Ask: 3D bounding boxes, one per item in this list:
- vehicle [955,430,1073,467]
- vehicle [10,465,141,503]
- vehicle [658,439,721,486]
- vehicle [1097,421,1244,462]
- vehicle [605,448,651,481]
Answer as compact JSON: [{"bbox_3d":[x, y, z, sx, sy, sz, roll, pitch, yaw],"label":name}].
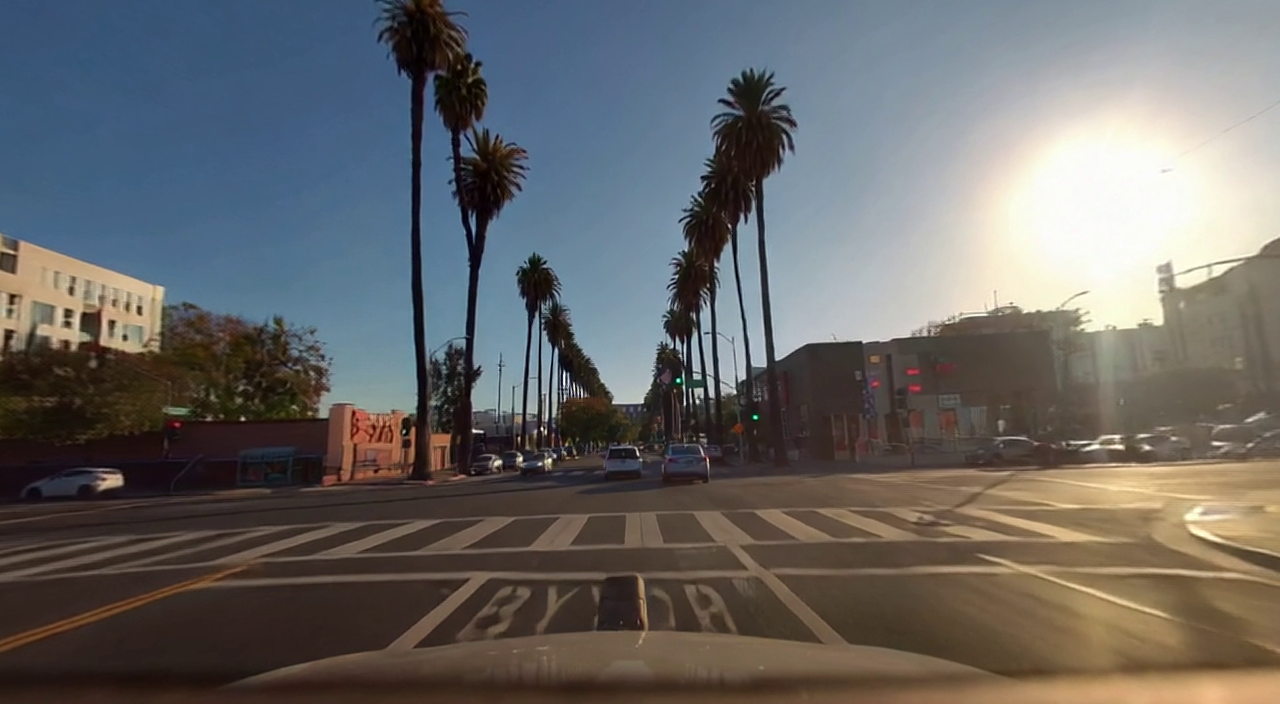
[{"bbox_3d":[17.617,4.580,29.934,4.277,1.665,2.006,0,-9,-2],"label":"vehicle"},{"bbox_3d":[-28.761,6.725,32.301,4.570,1.741,2.107,0,-9,-2],"label":"vehicle"},{"bbox_3d":[1.908,4.443,25.661,2.003,1.702,4.288,0,-9,-3],"label":"vehicle"},{"bbox_3d":[25.499,4.338,30.529,5.130,1.875,2.118,0,-9,-1],"label":"vehicle"},{"bbox_3d":[-0.626,5.503,31.197,2.088,1.452,3.993,0,-9,-2],"label":"vehicle"}]
